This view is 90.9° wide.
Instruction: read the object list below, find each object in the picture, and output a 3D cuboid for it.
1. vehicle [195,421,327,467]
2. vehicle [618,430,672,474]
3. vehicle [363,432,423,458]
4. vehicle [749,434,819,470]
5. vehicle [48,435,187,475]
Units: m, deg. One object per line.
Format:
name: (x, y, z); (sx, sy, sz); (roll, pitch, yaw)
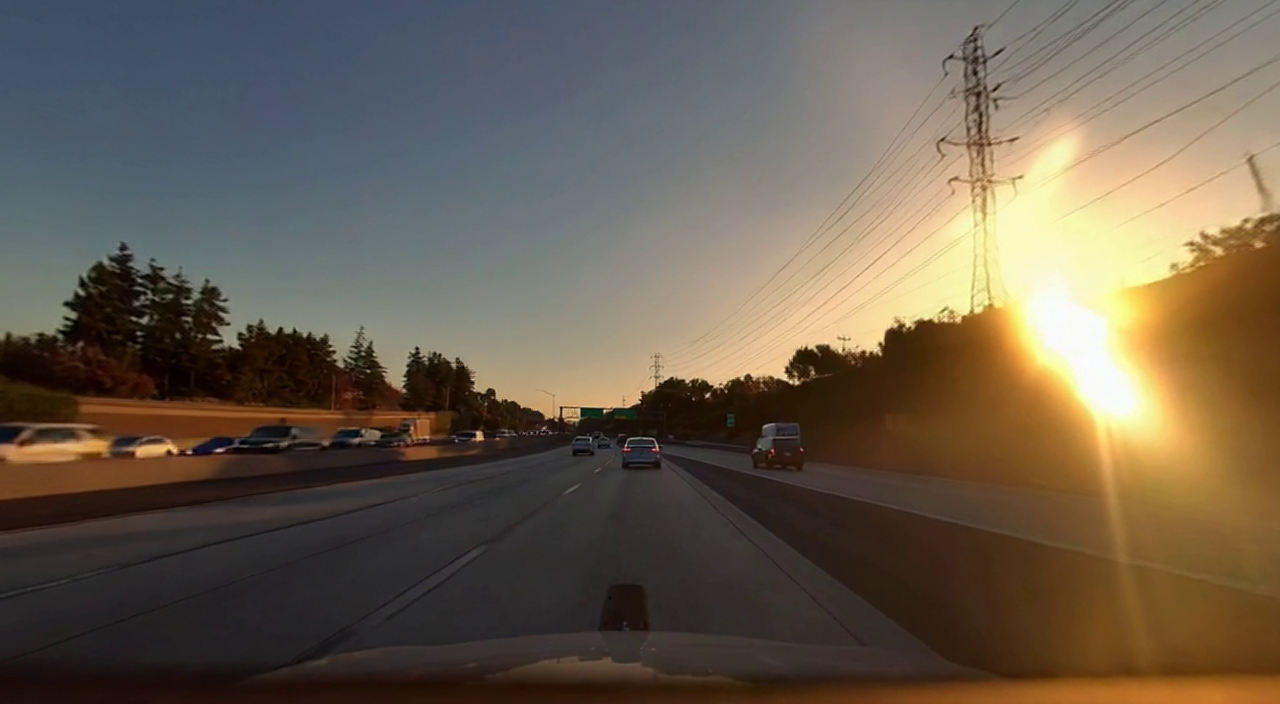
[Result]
vehicle: (-16.511, 4.084, 27.969); (2.188, 1.786, 5.759); (0, -8, 1)
vehicle: (0.172, 4.456, 28.265); (2.192, 1.769, 4.287); (0, -8, -1)
vehicle: (-16.154, 6.147, 41.531); (2.055, 1.611, 4.851); (0, -8, 0)
vehicle: (7.343, 5.159, 32.728); (2.099, 1.720, 4.829); (1, -8, -5)
vehicle: (-20.200, 3.982, 24.659); (1.824, 1.414, 4.289); (0, -8, -1)
